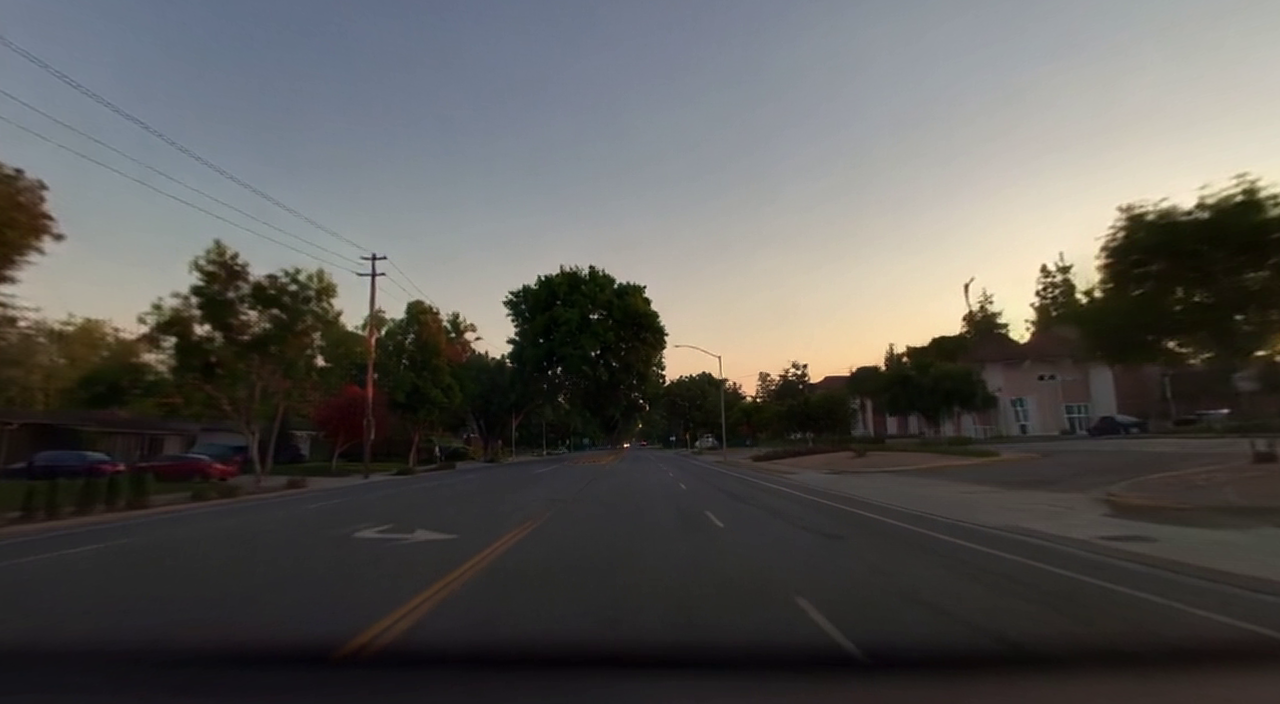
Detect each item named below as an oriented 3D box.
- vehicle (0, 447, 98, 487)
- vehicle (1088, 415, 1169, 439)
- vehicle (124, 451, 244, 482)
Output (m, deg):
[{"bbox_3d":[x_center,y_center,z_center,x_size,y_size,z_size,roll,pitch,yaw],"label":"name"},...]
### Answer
[{"bbox_3d":[-28.397,5.293,29.277,4.626,1.753,2.054,0,-9,1],"label":"vehicle"},{"bbox_3d":[32.503,5.039,42.094,3.904,1.508,1.724,0,-9,1],"label":"vehicle"},{"bbox_3d":[-23.265,5.857,32.358,4.686,1.495,1.879,0,-9,1],"label":"vehicle"}]
